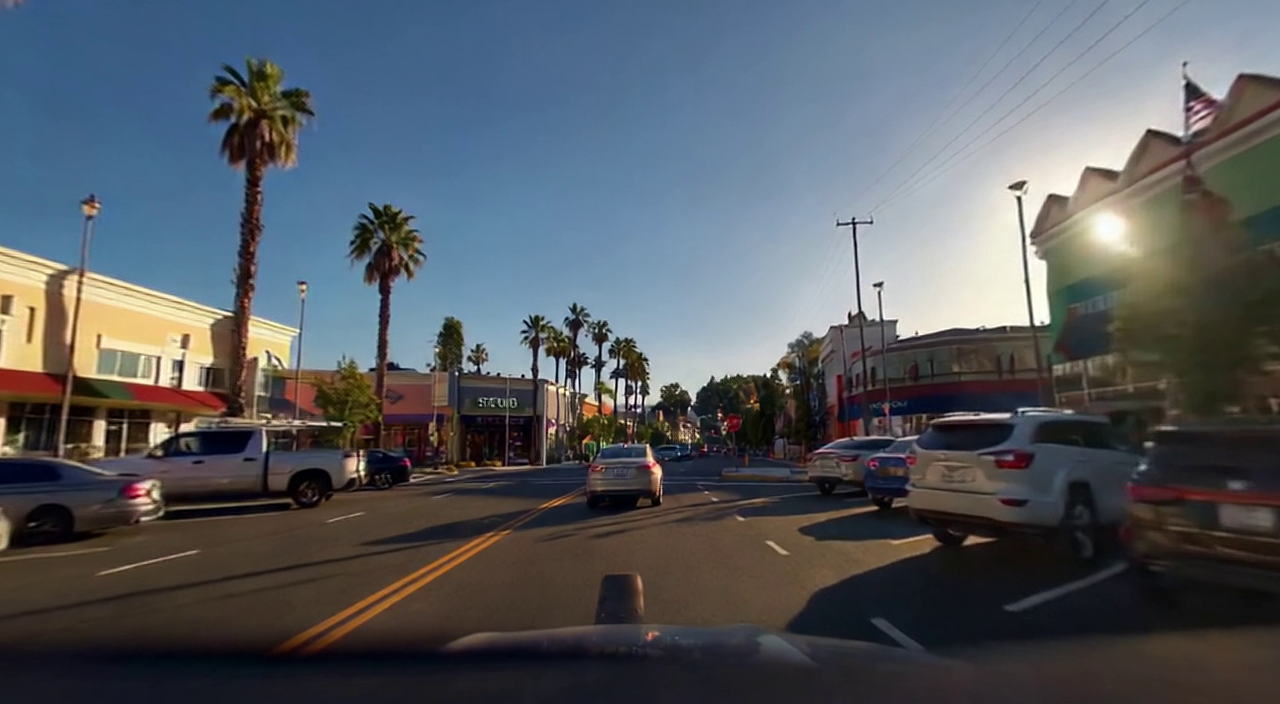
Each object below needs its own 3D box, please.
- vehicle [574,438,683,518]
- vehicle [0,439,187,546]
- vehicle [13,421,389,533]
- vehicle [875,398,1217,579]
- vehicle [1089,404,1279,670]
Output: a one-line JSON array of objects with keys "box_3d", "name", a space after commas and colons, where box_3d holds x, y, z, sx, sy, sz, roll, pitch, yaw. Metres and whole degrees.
[{"box_3d": [-0.082, 2.669, 13.875, 2.031, 1.479, 3.969, -1, -9, 4], "name": "vehicle"}, {"box_3d": [-10.552, 2.366, 10.954, 4.190, 1.660, 1.959, 6, -11, -36], "name": "vehicle"}, {"box_3d": [-10.092, 2.802, 15.177, 6.873, 2.051, 2.823, 8, -11, -43], "name": "vehicle"}, {"box_3d": [5.626, 1.667, 8.521, 5.021, 1.721, 2.244, 7, -11, -38], "name": "vehicle"}, {"box_3d": [5.348, 1.249, 4.883, 4.105, 1.509, 1.839, 7, -11, -38], "name": "vehicle"}]
